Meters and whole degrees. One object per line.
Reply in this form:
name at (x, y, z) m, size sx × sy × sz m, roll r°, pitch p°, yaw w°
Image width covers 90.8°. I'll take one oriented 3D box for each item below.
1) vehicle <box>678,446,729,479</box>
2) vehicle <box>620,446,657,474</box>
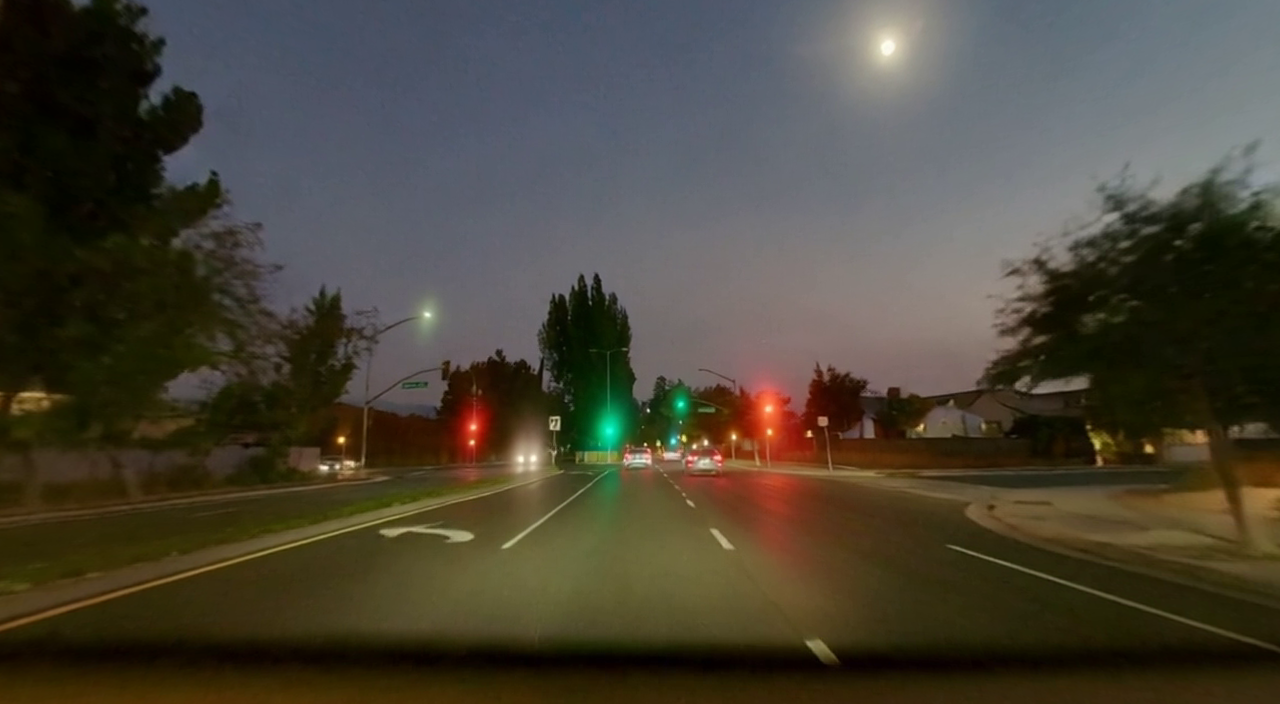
vehicle at (3.110, 5.521, 31.900) m, size 2.057 × 1.496 × 4.401 m, roll 1°, pitch -9°, yaw -1°
vehicle at (-0.083, 6.357, 37.469) m, size 2.018 × 1.511 × 3.993 m, roll 0°, pitch -9°, yaw 0°
